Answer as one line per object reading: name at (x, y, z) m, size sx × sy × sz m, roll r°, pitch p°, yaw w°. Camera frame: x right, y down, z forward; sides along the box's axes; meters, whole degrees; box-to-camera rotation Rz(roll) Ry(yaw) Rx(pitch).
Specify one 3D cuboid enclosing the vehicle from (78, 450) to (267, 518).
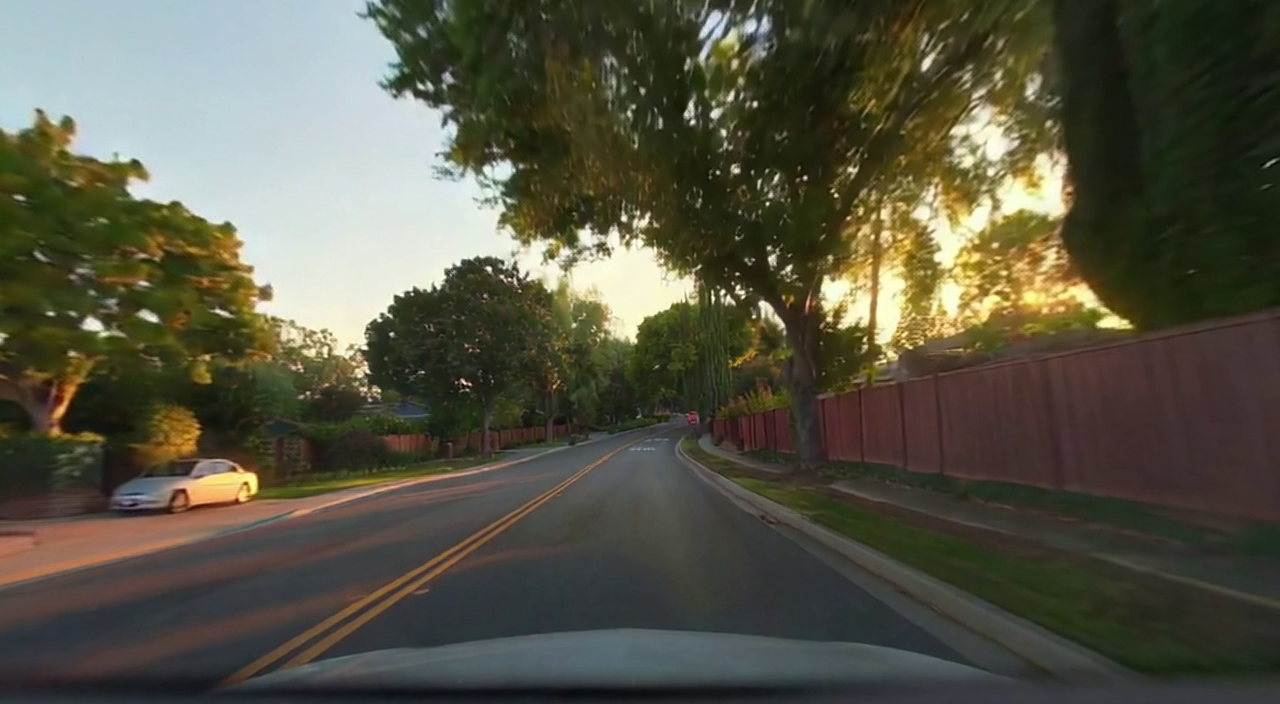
vehicle at (-14.694, 4.128, 20.352) m, size 2.305 × 1.793 × 4.883 m, roll 1°, pitch -8°, yaw 0°
